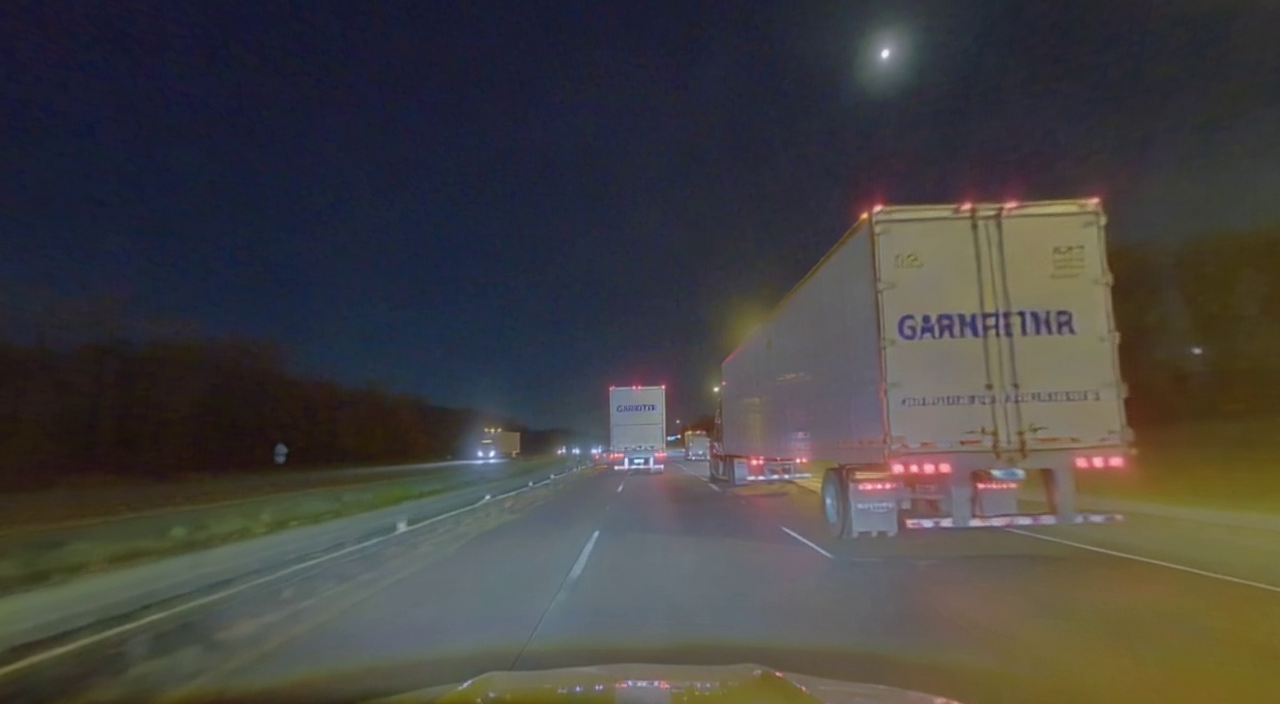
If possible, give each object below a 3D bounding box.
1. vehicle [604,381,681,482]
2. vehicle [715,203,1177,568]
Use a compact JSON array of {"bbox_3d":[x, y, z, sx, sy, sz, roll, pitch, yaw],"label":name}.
[{"bbox_3d":[0.135,3.723,28.672,2.864,3.805,9.709,-1,-9,1],"label":"vehicle"},{"bbox_3d":[4.201,1.379,14.290,3.044,4.128,14.482,0,-9,-1],"label":"vehicle"}]
